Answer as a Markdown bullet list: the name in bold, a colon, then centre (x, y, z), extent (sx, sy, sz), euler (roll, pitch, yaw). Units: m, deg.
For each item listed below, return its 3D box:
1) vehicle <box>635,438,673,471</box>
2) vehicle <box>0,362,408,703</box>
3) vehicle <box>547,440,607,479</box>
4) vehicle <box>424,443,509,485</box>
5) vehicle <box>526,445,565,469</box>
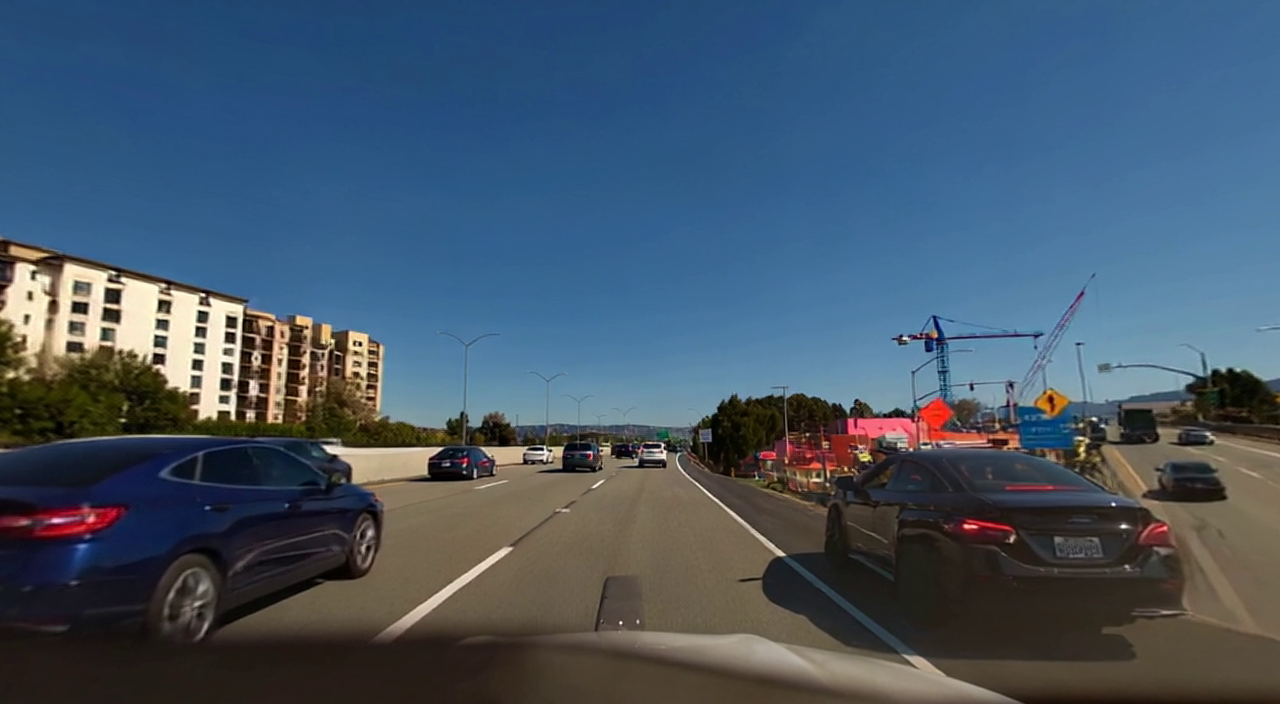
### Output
- **vehicle**: centre (0.818, 5.905, 36.533), extent (2.116, 1.763, 4.352), euler (0, -8, 1)
- **vehicle**: centre (-3.736, 1.210, 4.957), extent (2.045, 1.710, 4.382), euler (0, -8, 1)
- **vehicle**: centre (-2.836, 4.987, 29.502), extent (2.109, 1.657, 4.554), euler (0, -8, 3)
- **vehicle**: centre (-6.765, 4.405, 25.127), extent (1.959, 1.486, 4.460), euler (0, -8, 2)
- **vehicle**: centre (-6.394, 7.158, 43.143), extent (1.931, 1.505, 4.386), euler (0, -8, 1)
